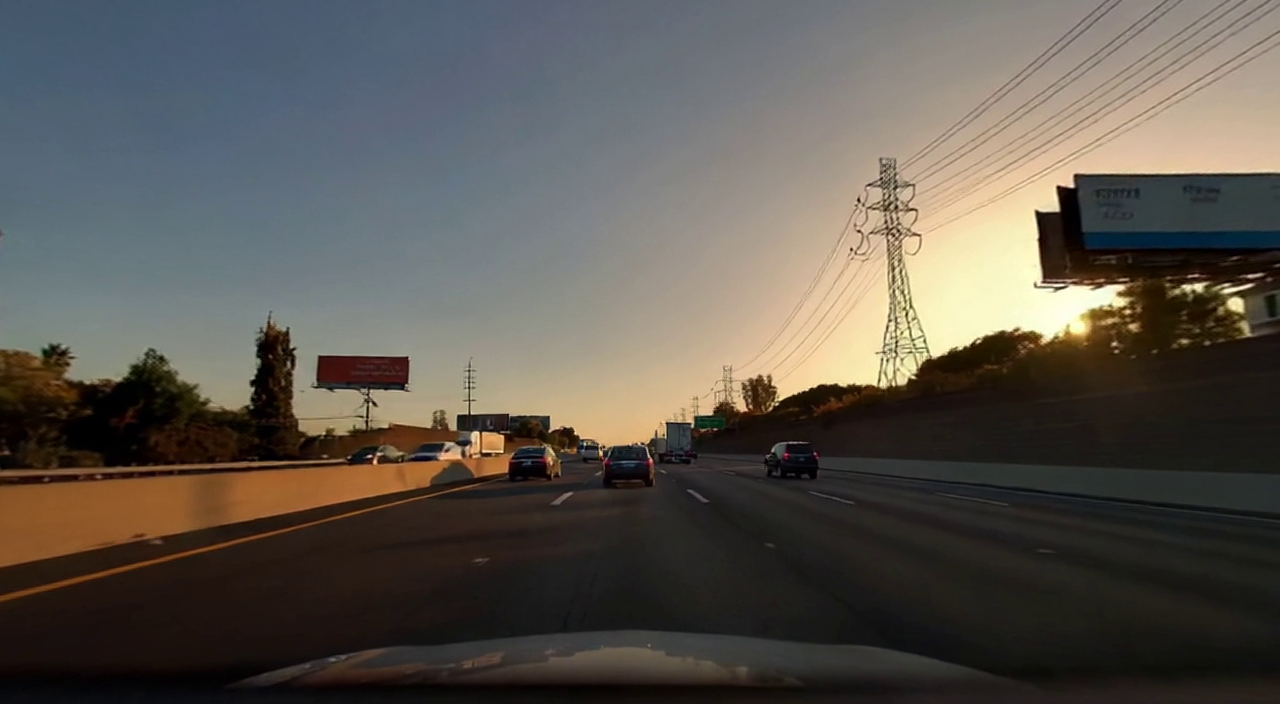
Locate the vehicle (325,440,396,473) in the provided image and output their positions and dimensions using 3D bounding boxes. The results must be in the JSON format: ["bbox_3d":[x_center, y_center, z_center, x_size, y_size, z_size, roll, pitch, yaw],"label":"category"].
[{"bbox_3d":[-17.886,6.685,40.739,2.154,1.967,5.297,0,-9,0],"label":"vehicle"}]

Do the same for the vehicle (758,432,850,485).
[{"bbox_3d":[6.787,4.498,26.932,2.302,1.973,5.502,0,-9,-1],"label":"vehicle"}]

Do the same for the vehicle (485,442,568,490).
[{"bbox_3d":[-3.836,3.967,22.291,2.025,1.498,4.675,0,-9,1],"label":"vehicle"}]

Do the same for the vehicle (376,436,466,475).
[{"bbox_3d":[-10.534,5.056,30.974,2.244,1.729,5.864,0,-9,1],"label":"vehicle"}]

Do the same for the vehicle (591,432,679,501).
[{"bbox_3d":[-0.161,3.163,17.741,2.191,1.685,4.015,0,-9,-1],"label":"vehicle"}]
